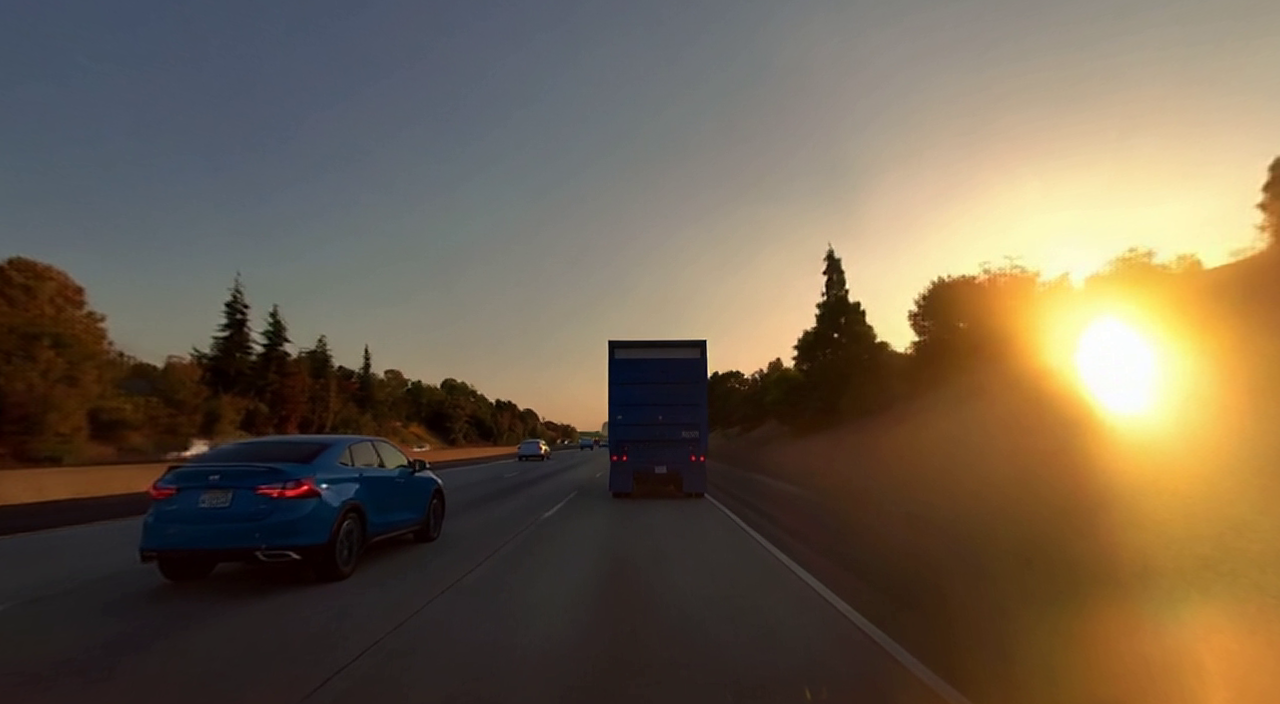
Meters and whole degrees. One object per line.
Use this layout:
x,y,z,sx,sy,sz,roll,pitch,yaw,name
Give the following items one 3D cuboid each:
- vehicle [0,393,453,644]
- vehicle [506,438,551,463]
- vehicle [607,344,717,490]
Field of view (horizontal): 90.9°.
-3.611,1.434,6.428,2.077,1.671,4.249,0,-8,0,vehicle
-6.809,6.079,38.891,1.882,1.451,4.416,0,-8,1,vehicle
0.595,2.483,21.988,2.870,3.841,10.653,0,-8,0,vehicle
